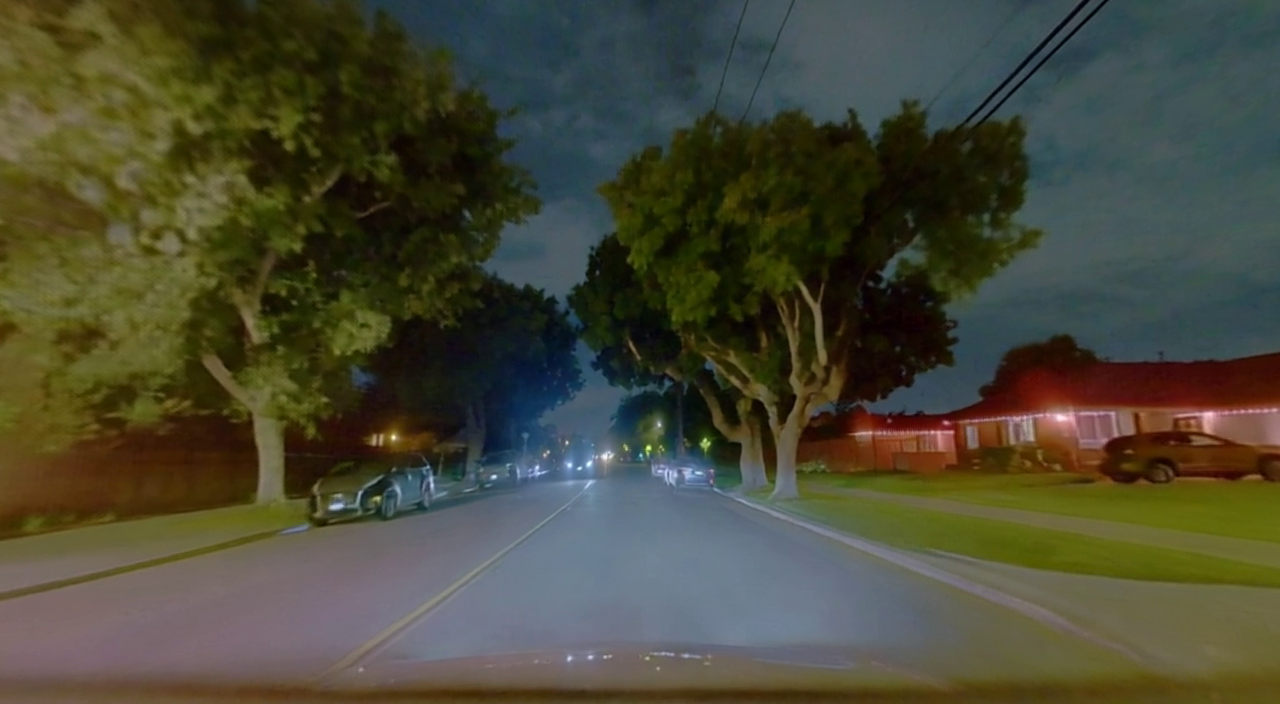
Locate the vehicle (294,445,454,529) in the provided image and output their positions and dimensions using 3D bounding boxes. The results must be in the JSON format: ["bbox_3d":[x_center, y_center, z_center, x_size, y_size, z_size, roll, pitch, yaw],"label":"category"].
[{"bbox_3d":[-6.201,3.150,15.420,2.033,1.721,4.328,0,-9,0],"label":"vehicle"}]

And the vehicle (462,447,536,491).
[{"bbox_3d":[-6.574,5.507,30.185,2.265,1.876,5.371,0,-9,0],"label":"vehicle"}]

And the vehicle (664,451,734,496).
[{"bbox_3d":[2.131,4.548,24.053,1.996,1.516,4.122,0,-9,-4],"label":"vehicle"}]

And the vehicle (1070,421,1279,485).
[{"bbox_3d":[13.630,2.496,15.676,4.370,1.433,1.889,-2,-9,13],"label":"vehicle"}]
